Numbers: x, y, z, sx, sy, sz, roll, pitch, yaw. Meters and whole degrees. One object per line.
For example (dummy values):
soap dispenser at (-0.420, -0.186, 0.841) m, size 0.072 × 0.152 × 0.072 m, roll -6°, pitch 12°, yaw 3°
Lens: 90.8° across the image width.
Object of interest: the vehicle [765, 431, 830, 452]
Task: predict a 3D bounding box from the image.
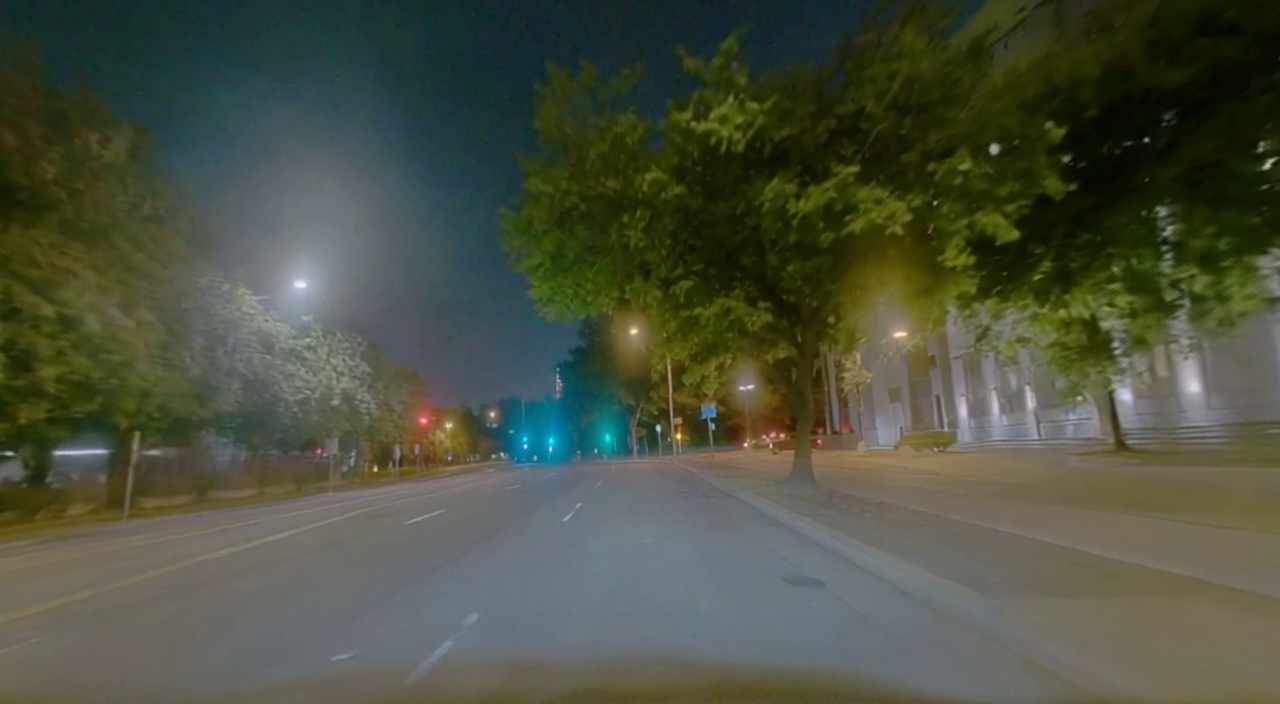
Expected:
vehicle at (12.080, 6.899, 48.560) m, size 4.332 × 1.581 × 2.028 m, roll 1°, pitch -8°, yaw -10°
